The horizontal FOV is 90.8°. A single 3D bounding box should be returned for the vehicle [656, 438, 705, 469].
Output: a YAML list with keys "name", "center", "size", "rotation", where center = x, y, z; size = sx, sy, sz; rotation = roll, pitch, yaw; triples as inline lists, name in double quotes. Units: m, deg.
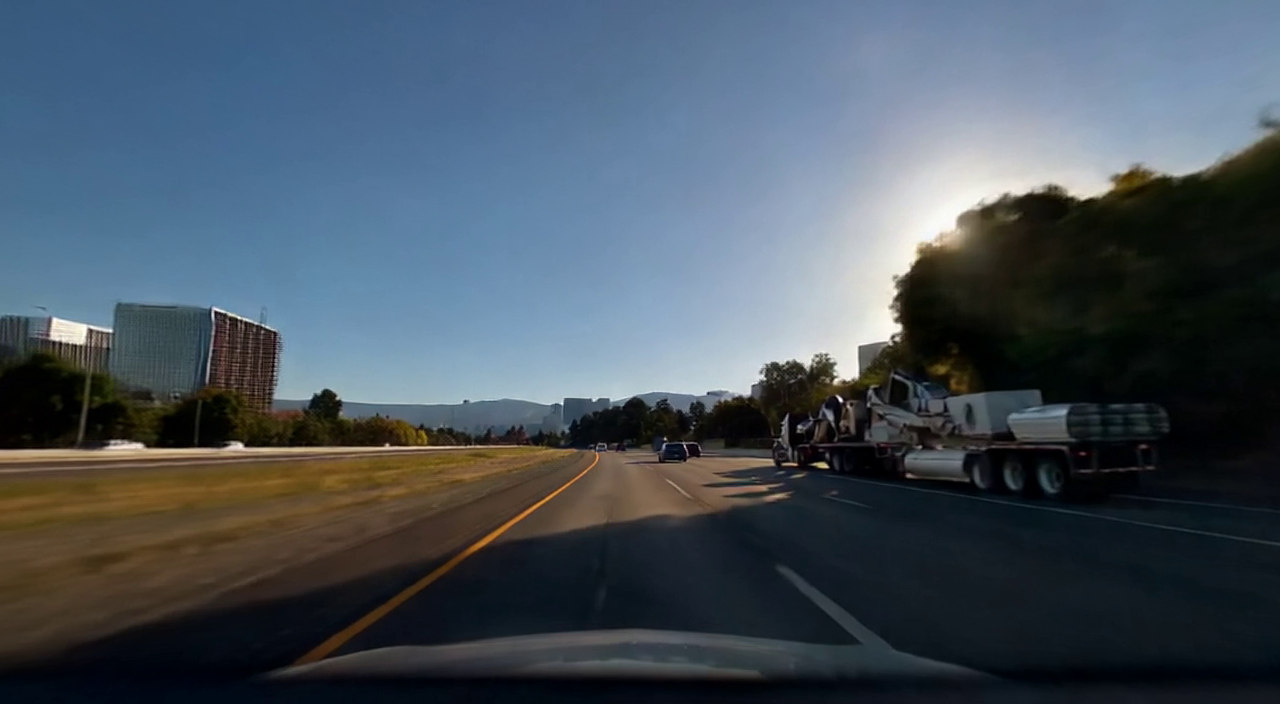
- name: "vehicle"
  center: [2.300, 5.922, 37.108]
  size: [2.305, 1.729, 4.526]
  rotation: [1, -8, -3]

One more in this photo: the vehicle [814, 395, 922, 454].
- name: "vehicle"
  center: [13.261, 4.383, 37.458]
  size: [3.476, 3.195, 6.407]
  rotation: [1, -8, -5]

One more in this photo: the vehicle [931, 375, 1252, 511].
- name: "vehicle"
  center: [10.504, 2.286, 15.971]
  size: [2.873, 2.663, 6.922]
  rotation: [0, -8, -1]
